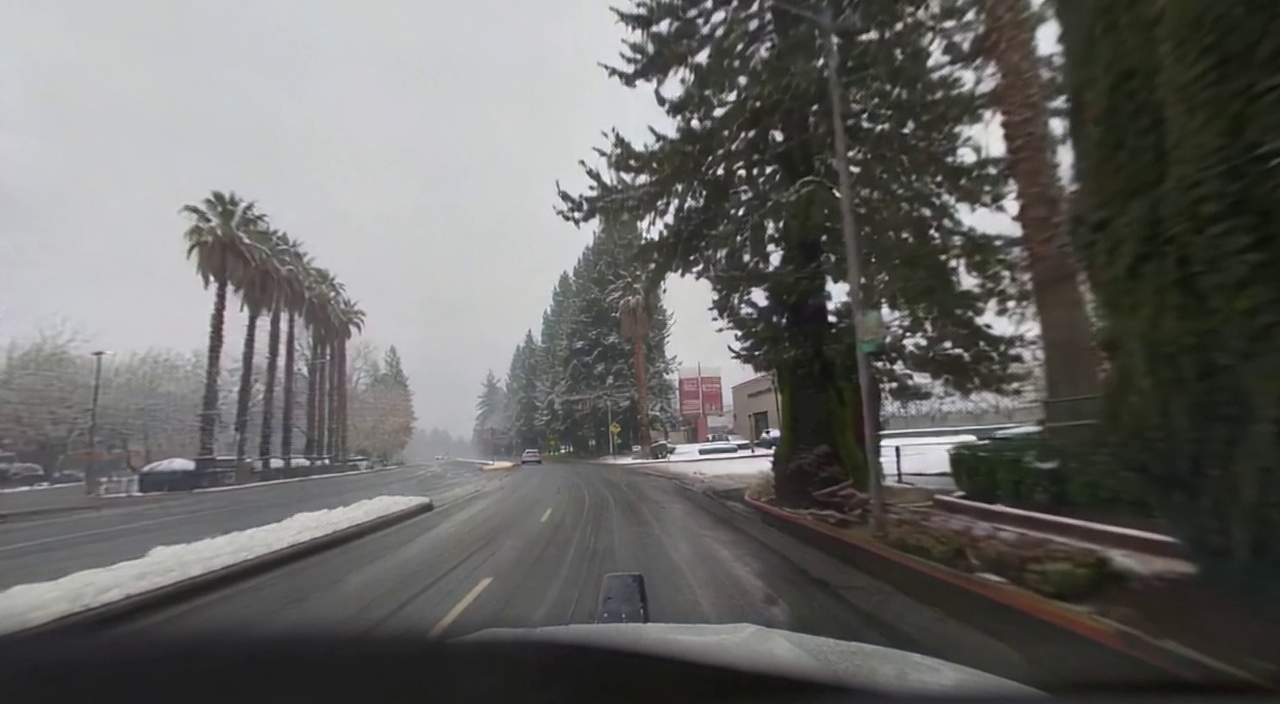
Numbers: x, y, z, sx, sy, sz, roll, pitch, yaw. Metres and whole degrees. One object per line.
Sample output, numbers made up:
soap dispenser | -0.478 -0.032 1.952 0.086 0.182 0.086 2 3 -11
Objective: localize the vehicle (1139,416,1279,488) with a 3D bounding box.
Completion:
vehicle | 14.687 2.286 14.448 4.468 1.509 2.158 0 -9 1
